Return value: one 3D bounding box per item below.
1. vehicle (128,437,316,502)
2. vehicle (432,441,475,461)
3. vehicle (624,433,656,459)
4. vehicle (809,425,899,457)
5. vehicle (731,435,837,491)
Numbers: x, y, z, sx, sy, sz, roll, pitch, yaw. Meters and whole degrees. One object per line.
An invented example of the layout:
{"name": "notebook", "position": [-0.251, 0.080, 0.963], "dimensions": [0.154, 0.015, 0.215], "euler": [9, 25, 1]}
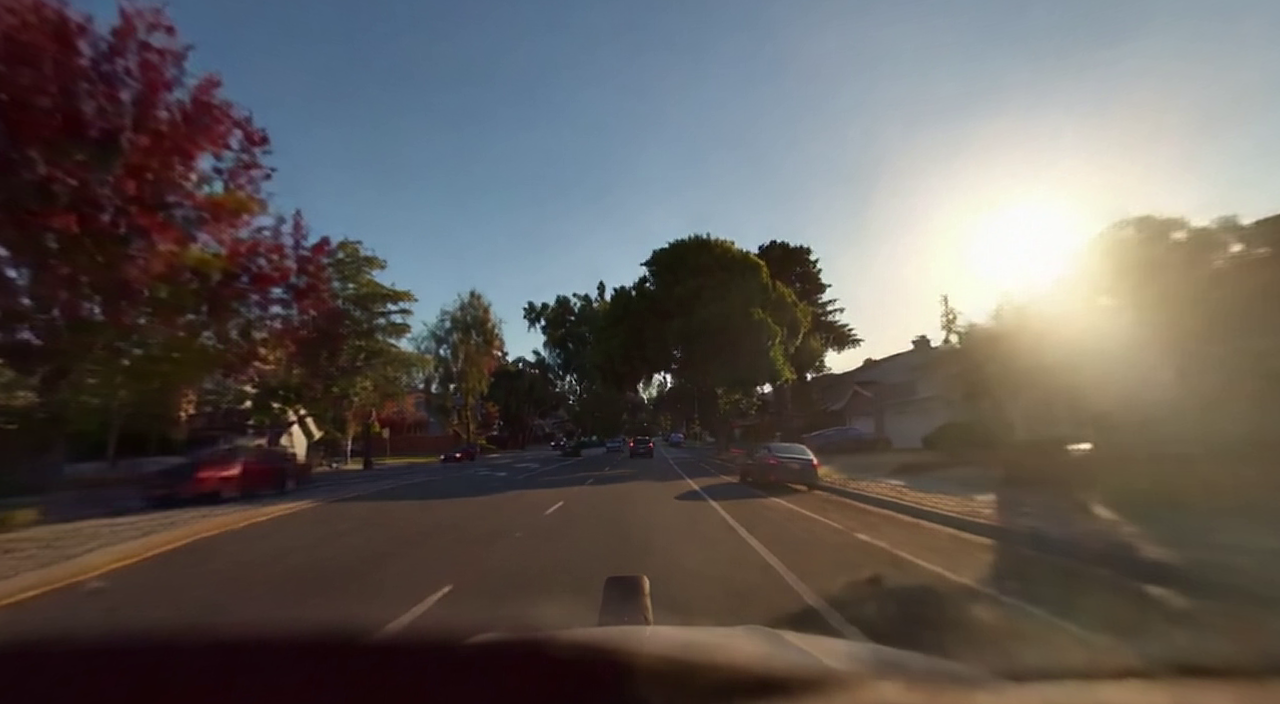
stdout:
{"name": "vehicle", "position": [-11.156, 3.141, 17.339], "dimensions": [1.992, 1.518, 4.592], "euler": [-1, -8, 1]}
{"name": "vehicle", "position": [-14.069, 7.476, 47.792], "dimensions": [1.937, 1.386, 4.354], "euler": [-1, -8, 1]}
{"name": "vehicle", "position": [0.044, 6.259, 42.095], "dimensions": [2.024, 1.655, 4.301], "euler": [0, -8, 0]}
{"name": "vehicle", "position": [11.515, 4.820, 34.157], "dimensions": [4.230, 1.551, 1.801], "euler": [-2, -8, 4]}
{"name": "vehicle", "position": [4.252, 3.355, 19.501], "dimensions": [2.080, 1.469, 4.898], "euler": [0, -8, -1]}
